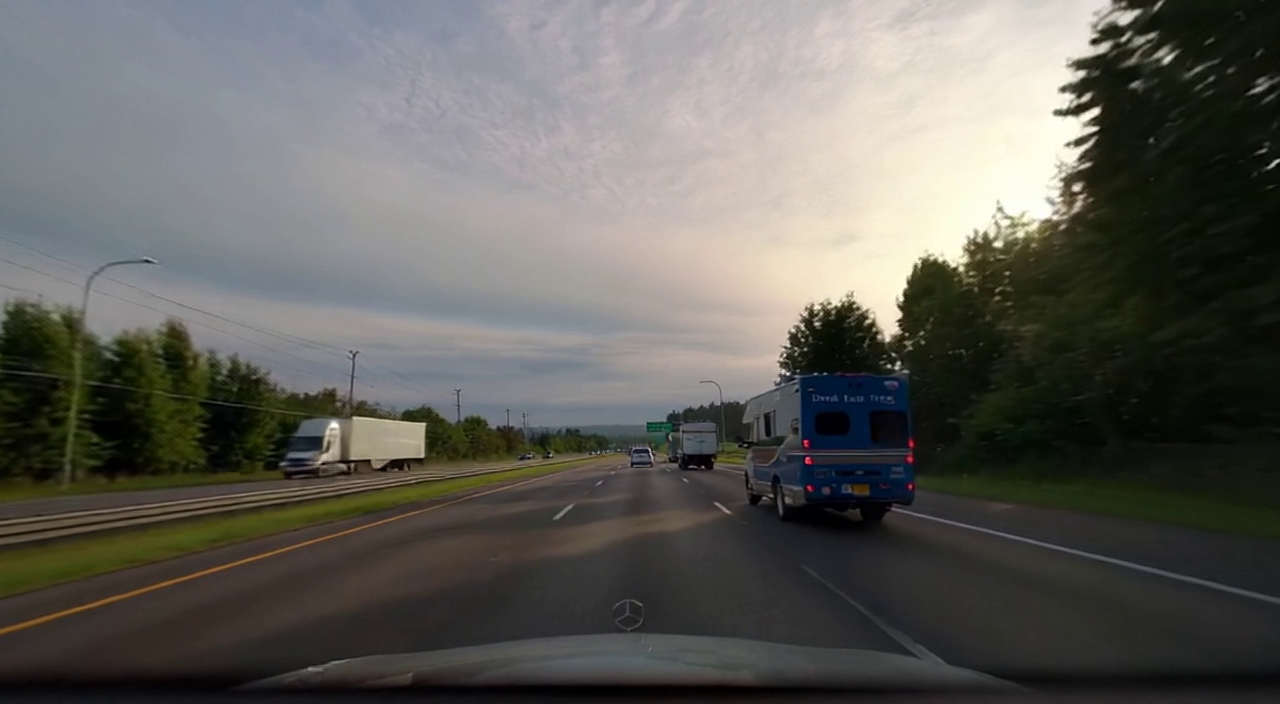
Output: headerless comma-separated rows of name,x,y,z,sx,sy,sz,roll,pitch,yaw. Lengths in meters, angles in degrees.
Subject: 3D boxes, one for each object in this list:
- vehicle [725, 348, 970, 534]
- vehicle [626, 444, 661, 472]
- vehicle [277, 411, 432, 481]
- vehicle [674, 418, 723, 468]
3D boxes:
vehicle,3.846,1.977,13.914,2.698,3.001,7.323,0,-9,-1
vehicle,0.231,6.879,40.967,2.151,1.678,3.923,0,-9,0
vehicle,-19.191,6.706,44.692,3.059,3.980,16.984,0,-9,0
vehicle,4.362,7.117,48.985,2.931,3.530,8.760,0,-9,0
